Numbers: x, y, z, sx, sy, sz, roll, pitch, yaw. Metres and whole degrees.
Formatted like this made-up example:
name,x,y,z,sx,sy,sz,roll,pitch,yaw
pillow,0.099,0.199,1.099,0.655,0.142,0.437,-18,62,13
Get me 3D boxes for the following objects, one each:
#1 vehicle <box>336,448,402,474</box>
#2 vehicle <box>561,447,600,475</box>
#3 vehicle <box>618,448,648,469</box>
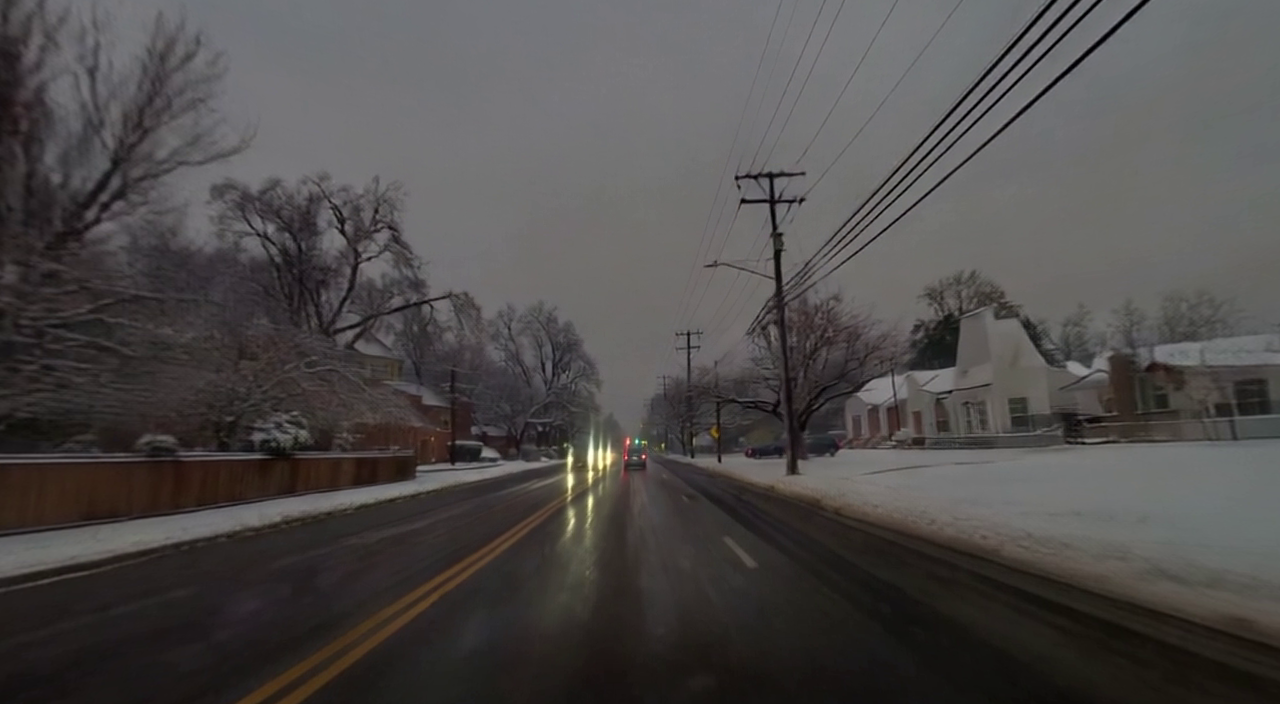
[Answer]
name,x,y,z,sx,sy,sz,roll,pitch,yaw
vehicle,-20.090,8.031,46.628,4.611,1.837,2.140,-5,-10,32
vehicle,-3.740,6.941,40.261,2.017,1.634,4.479,-1,-9,1
vehicle,-0.532,7.799,46.234,2.093,1.497,4.010,0,-9,-1
